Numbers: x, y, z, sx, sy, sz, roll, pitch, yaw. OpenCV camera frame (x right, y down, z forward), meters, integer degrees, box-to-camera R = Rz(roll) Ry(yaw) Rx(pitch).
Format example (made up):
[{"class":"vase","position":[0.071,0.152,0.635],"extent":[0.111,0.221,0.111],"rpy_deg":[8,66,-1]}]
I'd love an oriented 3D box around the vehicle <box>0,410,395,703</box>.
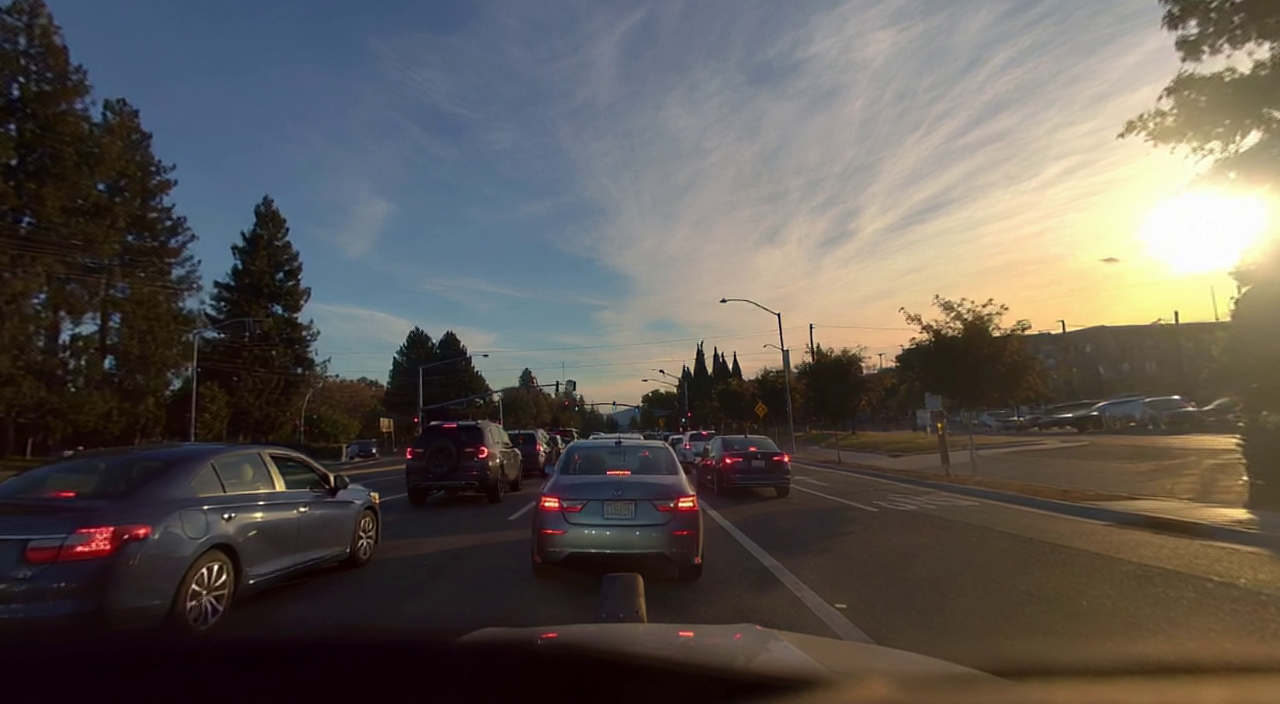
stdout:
[{"class":"vehicle","position":[-3.864,1.346,5.244],"extent":[1.985,1.467,4.224],"rpy_deg":[0,-9,-1]}]

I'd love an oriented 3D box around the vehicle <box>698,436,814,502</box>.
[{"class":"vehicle","position":[2.804,2.952,16.416],"extent":[1.978,1.452,4.381],"rpy_deg":[0,-8,-3]}]

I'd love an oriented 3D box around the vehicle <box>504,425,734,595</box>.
[{"class":"vehicle","position":[-0.233,1.678,7.617],"extent":[2.007,1.467,4.059],"rpy_deg":[0,-8,-2]}]

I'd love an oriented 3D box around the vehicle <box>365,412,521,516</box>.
[{"class":"vehicle","position":[-4.038,2.381,13.894],"extent":[2.054,1.881,4.469],"rpy_deg":[0,-8,-1]}]
